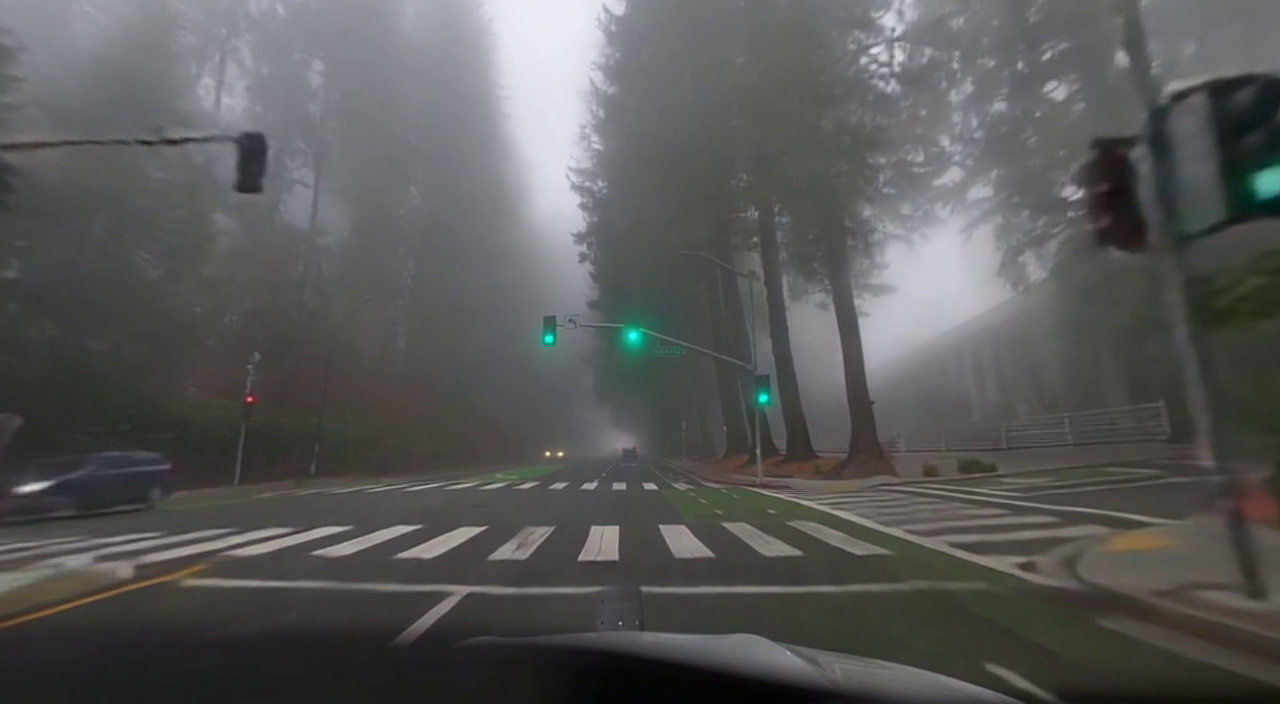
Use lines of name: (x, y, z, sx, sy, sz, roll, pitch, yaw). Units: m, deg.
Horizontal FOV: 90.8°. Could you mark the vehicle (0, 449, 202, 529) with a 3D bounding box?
vehicle: (-14.607, 3.527, 16.990, 2.113, 1.804, 4.732, 0, -9, 2)
